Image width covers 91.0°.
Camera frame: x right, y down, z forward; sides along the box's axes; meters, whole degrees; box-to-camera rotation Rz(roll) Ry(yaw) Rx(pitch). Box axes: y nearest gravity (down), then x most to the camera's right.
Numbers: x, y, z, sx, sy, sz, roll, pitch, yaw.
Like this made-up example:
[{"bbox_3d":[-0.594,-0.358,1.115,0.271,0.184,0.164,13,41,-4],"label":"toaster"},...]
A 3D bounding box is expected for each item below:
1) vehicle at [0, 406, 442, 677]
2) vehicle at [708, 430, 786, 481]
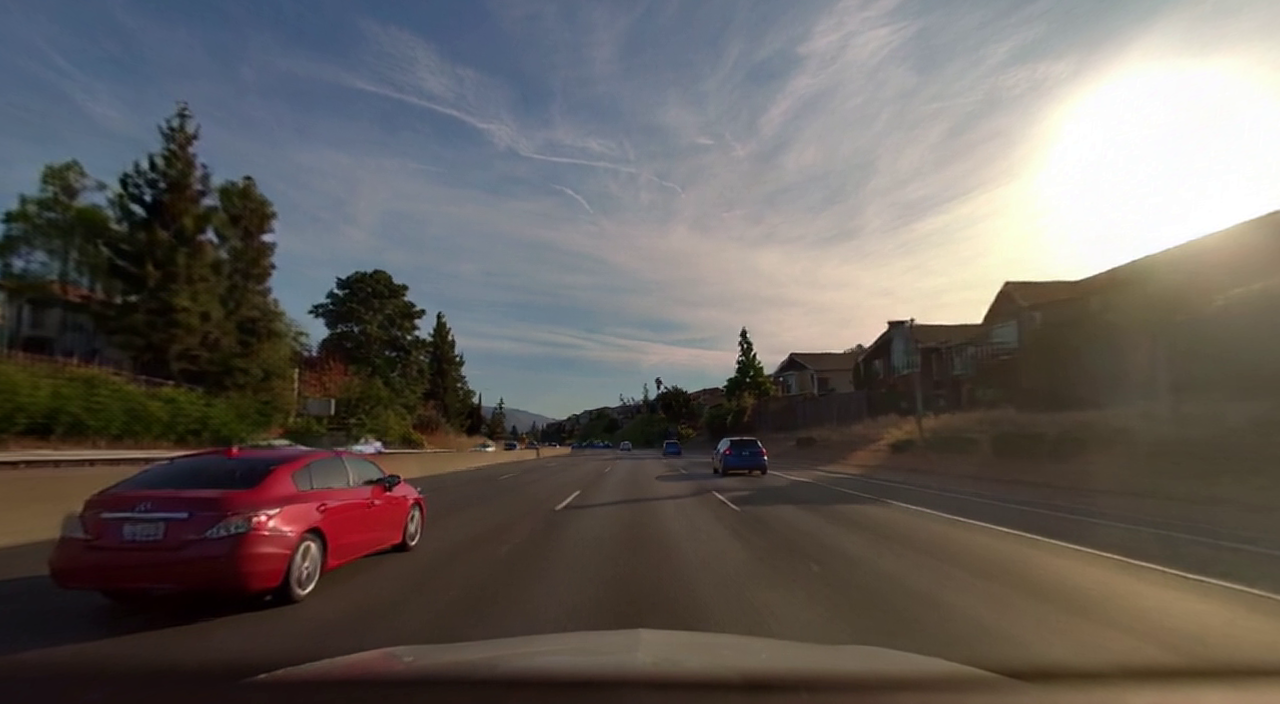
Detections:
[{"bbox_3d":[-3.597,1.407,5.852,2.036,1.528,4.400,0,-9,0],"label":"vehicle"},{"bbox_3d":[3.810,3.787,23.231,2.092,1.686,4.188,0,-9,-1],"label":"vehicle"}]
